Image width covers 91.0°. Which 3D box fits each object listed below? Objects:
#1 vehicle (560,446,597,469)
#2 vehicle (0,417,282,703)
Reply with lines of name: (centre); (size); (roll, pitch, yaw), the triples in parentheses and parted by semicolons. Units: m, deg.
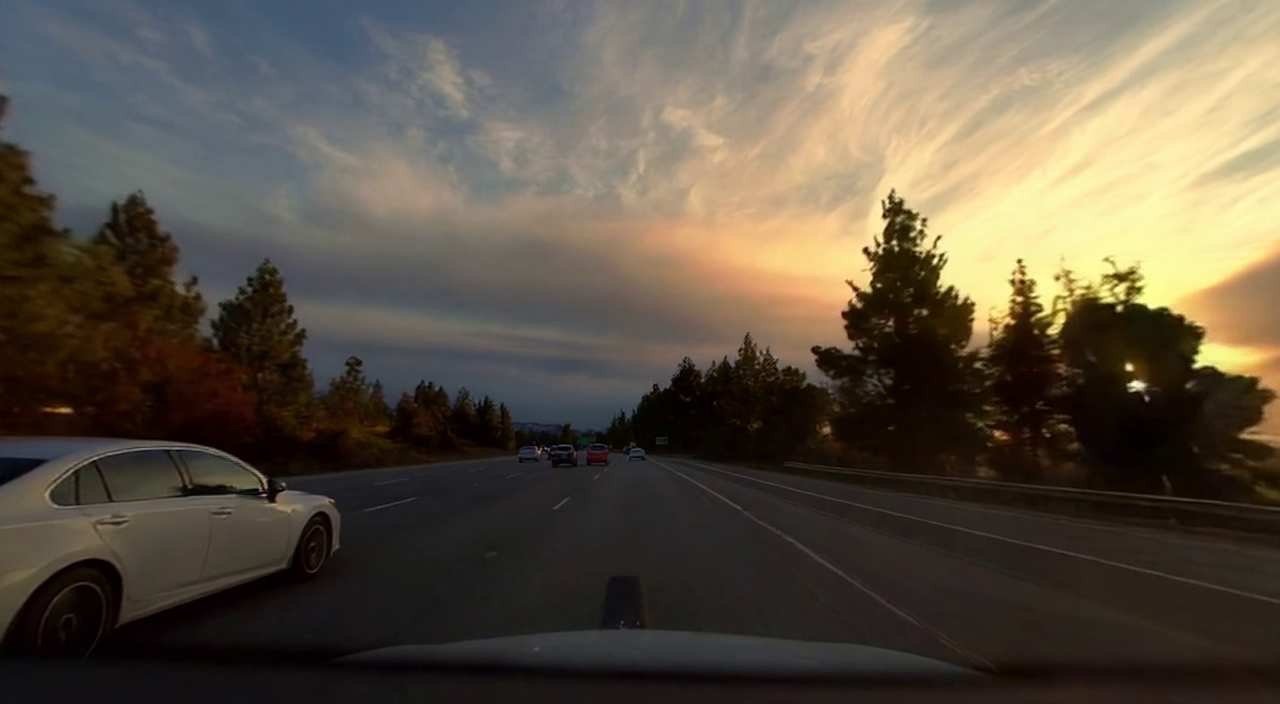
vehicle: (-4.230, 7.340, 43.920); (2.120, 1.458, 4.031); (0, -9, 0)
vehicle: (-4.172, 1.099, 3.276); (1.965, 1.485, 4.460); (0, -9, 0)
